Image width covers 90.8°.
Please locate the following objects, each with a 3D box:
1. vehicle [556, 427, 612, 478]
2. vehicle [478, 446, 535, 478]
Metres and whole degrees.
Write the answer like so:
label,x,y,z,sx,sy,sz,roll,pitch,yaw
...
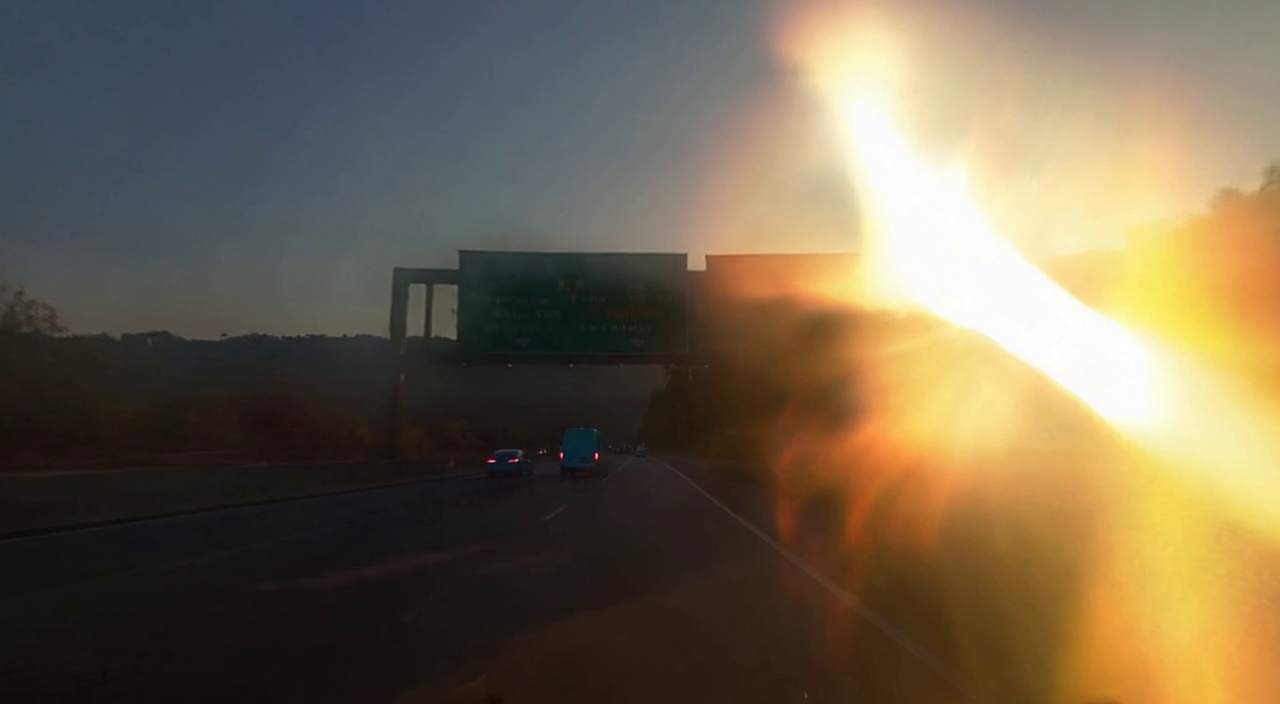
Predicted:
label,x,y,z,sx,sy,sz,roll,pitch,yaw
vehicle,-2.947,5.513,34.709,2.437,2.565,5.829,0,-9,1
vehicle,-7.306,6.058,35.011,2.164,1.664,4.252,0,-9,1
